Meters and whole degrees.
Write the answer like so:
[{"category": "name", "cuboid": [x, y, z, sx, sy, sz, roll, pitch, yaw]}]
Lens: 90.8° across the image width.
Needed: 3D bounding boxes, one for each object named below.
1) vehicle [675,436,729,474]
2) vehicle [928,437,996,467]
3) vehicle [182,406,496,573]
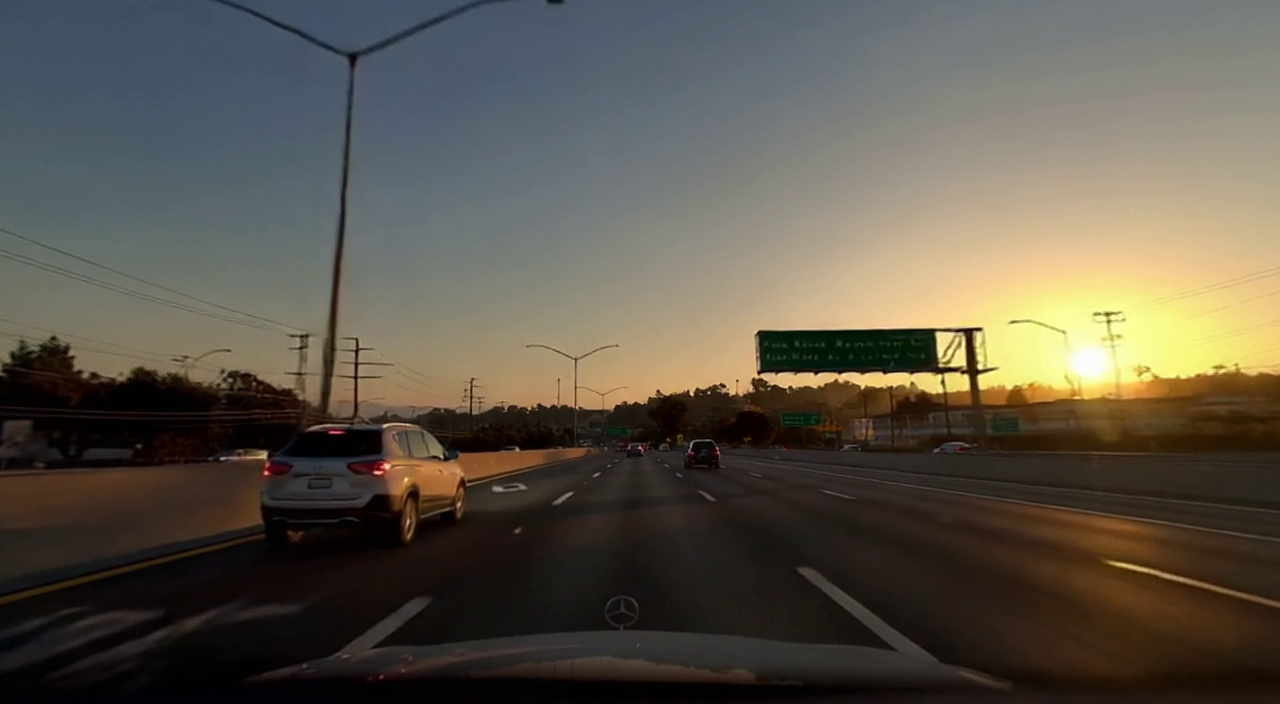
[{"category": "vehicle", "cuboid": [2.813, 4.775, 29.544, 1.997, 1.638, 4.281, 0, -8, -1]}, {"category": "vehicle", "cuboid": [20.857, 6.470, 41.135, 2.070, 1.782, 5.006, -1, -8, 4]}, {"category": "vehicle", "cuboid": [-3.600, 1.736, 8.795, 2.099, 1.682, 4.590, 0, -8, 0]}]
